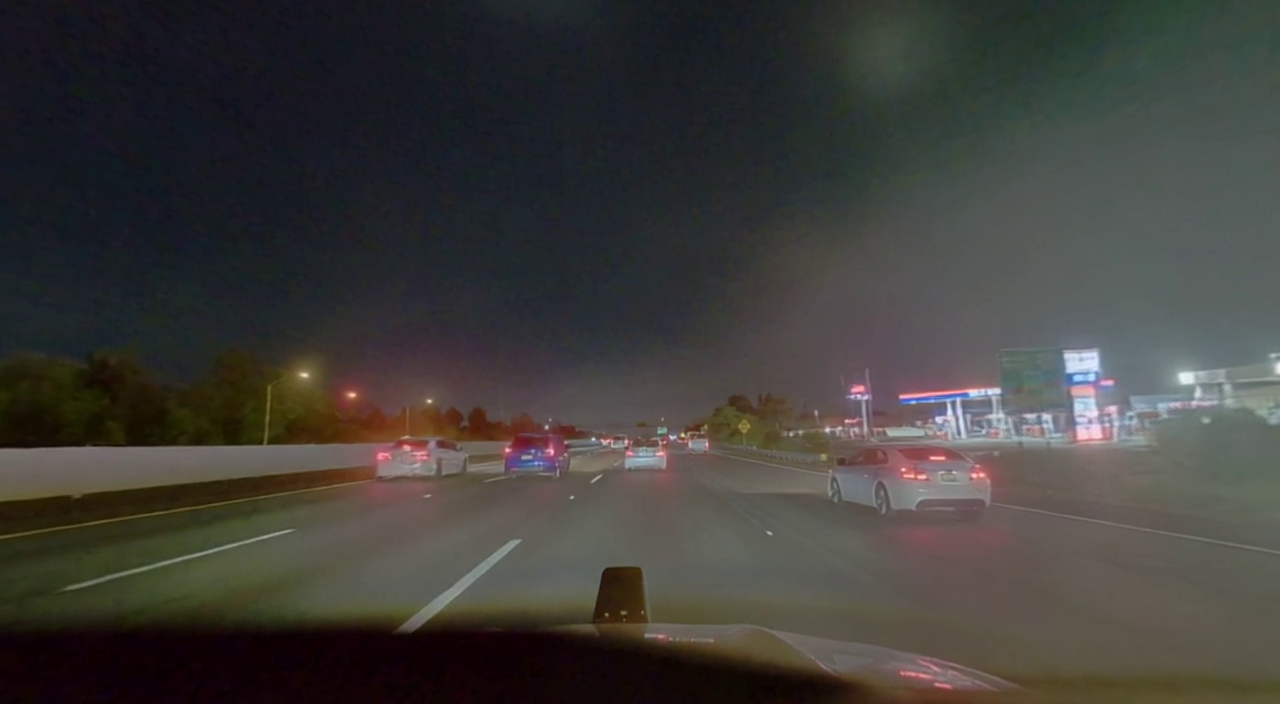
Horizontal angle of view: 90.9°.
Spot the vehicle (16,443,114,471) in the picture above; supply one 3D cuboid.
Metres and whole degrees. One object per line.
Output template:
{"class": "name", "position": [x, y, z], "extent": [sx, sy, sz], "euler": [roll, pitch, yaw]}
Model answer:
{"class": "vehicle", "position": [-36.484, 6.636, 40.192], "extent": [1.945, 1.634, 4.540], "euler": [0, -8, 0]}

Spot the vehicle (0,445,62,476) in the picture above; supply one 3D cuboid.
{"class": "vehicle", "position": [-32.865, 5.543, 32.478], "extent": [1.807, 1.530, 4.546], "euler": [0, -8, 0]}

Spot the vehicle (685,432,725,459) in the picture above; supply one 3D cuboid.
{"class": "vehicle", "position": [4.529, 6.631, 44.824], "extent": [2.261, 1.781, 4.709], "euler": [0, -8, -1]}

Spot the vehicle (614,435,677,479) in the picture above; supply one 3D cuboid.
{"class": "vehicle", "position": [0.197, 3.842, 23.260], "extent": [2.113, 1.464, 4.073], "euler": [0, -8, 0]}

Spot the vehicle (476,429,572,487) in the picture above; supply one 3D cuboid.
{"class": "vehicle", "position": [-3.487, 3.316, 20.023], "extent": [1.927, 1.586, 5.142], "euler": [0, -8, 1]}

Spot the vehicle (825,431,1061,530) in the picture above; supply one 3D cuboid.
{"class": "vehicle", "position": [5.142, 2.231, 11.568], "extent": [2.030, 1.442, 4.358], "euler": [0, -8, -2]}

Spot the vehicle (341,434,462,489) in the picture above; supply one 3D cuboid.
{"class": "vehicle", "position": [-7.199, 3.331, 19.584], "extent": [1.932, 1.497, 4.458], "euler": [0, -8, 1]}

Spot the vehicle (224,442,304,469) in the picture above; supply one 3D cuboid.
{"class": "vehicle", "position": [-21.604, 5.965, 36.475], "extent": [1.832, 1.460, 4.430], "euler": [0, -8, 1]}
